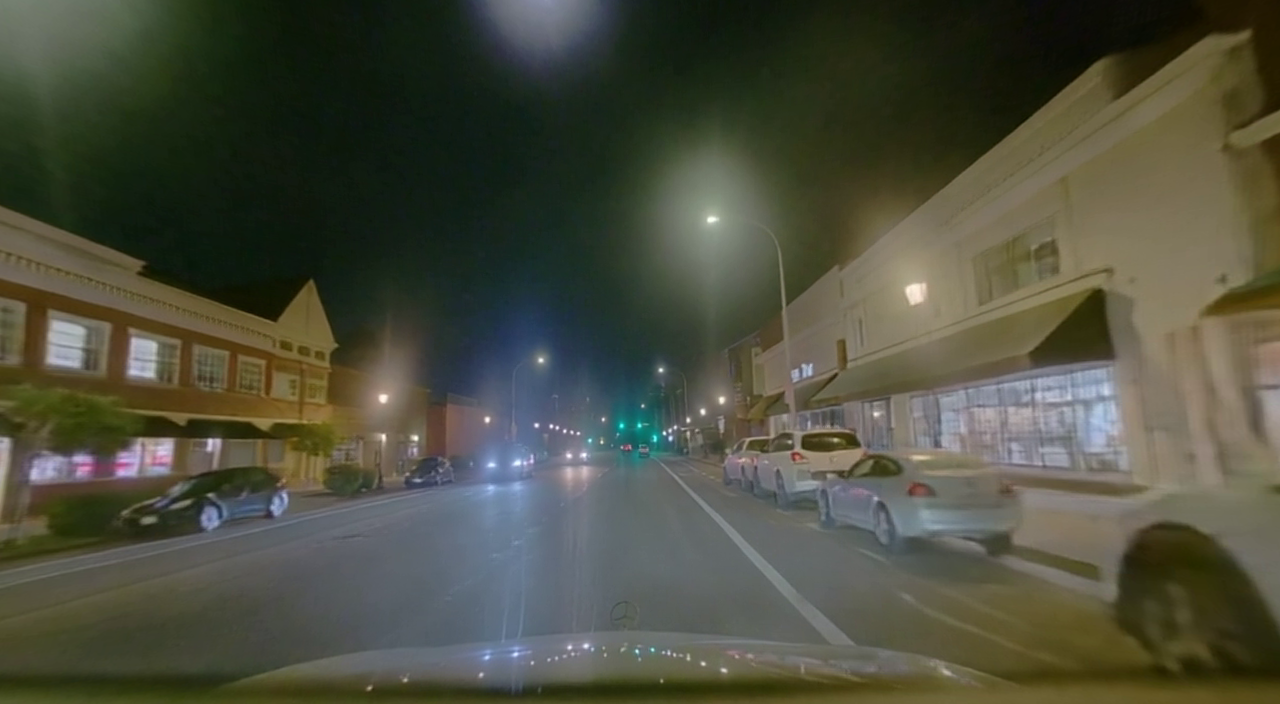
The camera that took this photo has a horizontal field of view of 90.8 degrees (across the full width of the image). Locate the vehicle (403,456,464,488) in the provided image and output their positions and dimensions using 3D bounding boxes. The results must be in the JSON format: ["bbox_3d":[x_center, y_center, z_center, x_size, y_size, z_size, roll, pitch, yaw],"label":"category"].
[{"bbox_3d":[-10.516,6.103,32.482,1.846,1.463,4.206,0,-9,-1],"label":"vehicle"}]

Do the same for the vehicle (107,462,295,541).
[{"bbox_3d":[-10.765,3.634,15.922,1.930,1.621,3.853,-1,-9,0],"label":"vehicle"}]

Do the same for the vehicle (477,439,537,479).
[{"bbox_3d":[-6.680,5.433,32.308,2.044,1.839,4.512,-1,-9,0],"label":"vehicle"}]

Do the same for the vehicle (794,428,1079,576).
[{"bbox_3d":[3.887,2.060,9.435,1.876,1.468,4.672,-5,-9,-1],"label":"vehicle"}]

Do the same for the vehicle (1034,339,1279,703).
[{"bbox_3d":[3.868,0.745,1.868,2.132,1.889,5.213,-1,-9,2],"label":"vehicle"}]

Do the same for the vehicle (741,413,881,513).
[{"bbox_3d":[3.830,2.595,15.110,1.976,2.001,4.430,0,-9,-2],"label":"vehicle"}]
